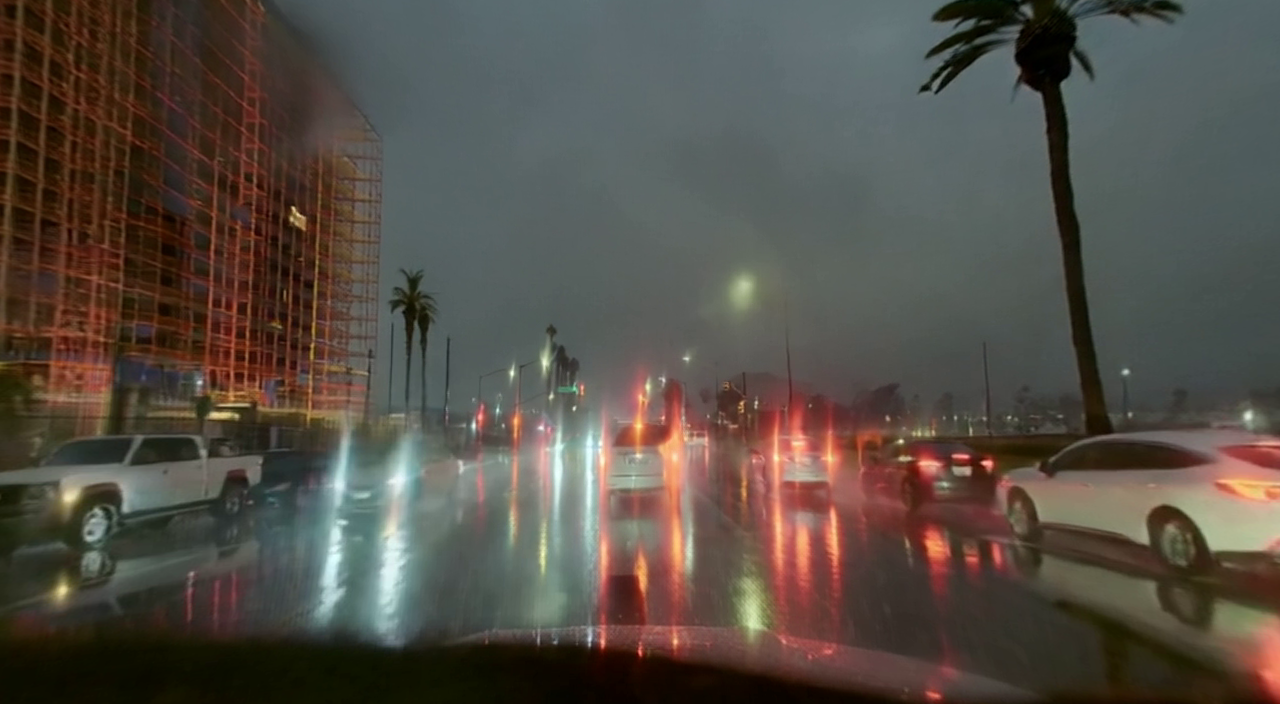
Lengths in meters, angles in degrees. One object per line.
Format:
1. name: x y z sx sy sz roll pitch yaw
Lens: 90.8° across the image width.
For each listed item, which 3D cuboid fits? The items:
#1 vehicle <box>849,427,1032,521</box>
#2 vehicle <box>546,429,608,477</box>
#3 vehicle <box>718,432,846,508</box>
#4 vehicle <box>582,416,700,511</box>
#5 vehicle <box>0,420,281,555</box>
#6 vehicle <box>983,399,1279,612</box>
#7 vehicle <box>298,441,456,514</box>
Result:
1. vehicle: 6.163 2.486 13.611 1.819 1.672 4.139 0 -7 -1
2. vehicle: -2.626 4.348 27.474 2.180 1.879 4.452 -1 -9 1
3. vehicle: 3.113 2.675 14.754 1.999 1.487 3.939 0 -9 -1
4. vehicle: 0.000 2.468 14.352 2.264 1.798 4.258 0 -9 0
5. vehicle: -10.015 2.655 12.541 2.294 1.948 6.025 -6 -10 0
6. vehicle: 6.339 1.620 7.501 1.886 1.792 4.525 0 -9 -1
7. vehicle: -6.112 2.937 15.361 2.020 1.486 4.363 0 -9 -1
